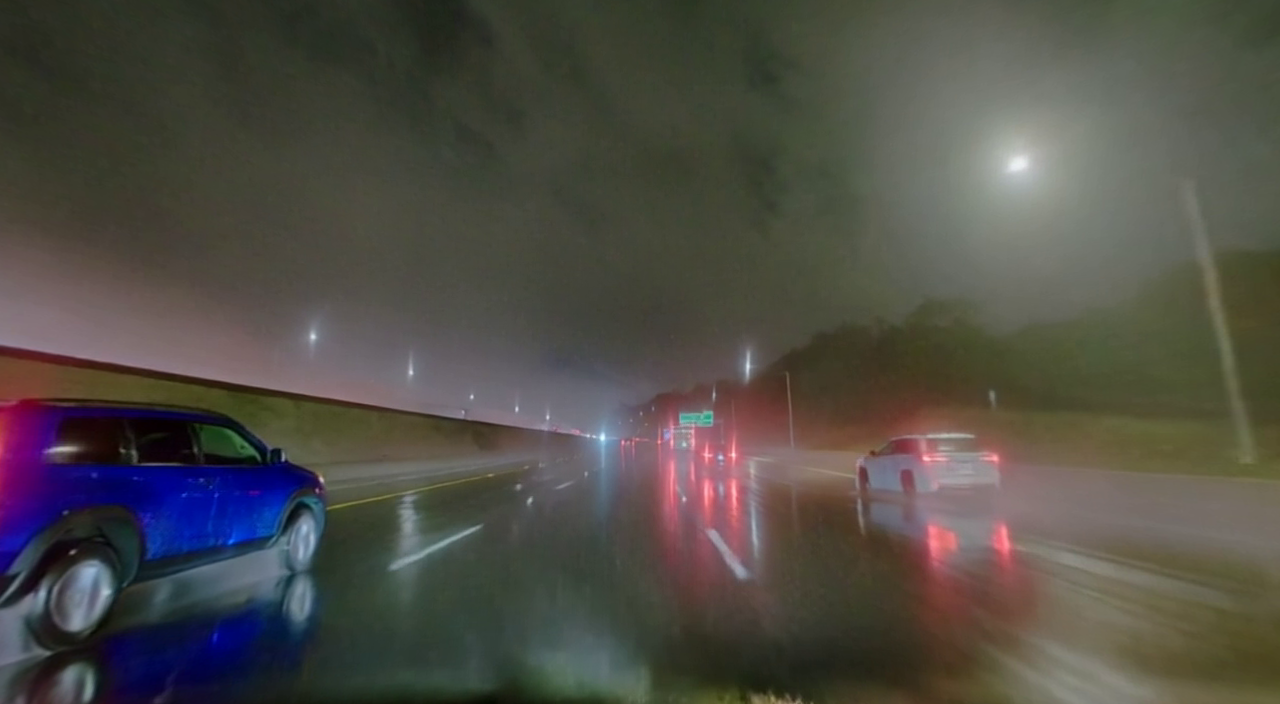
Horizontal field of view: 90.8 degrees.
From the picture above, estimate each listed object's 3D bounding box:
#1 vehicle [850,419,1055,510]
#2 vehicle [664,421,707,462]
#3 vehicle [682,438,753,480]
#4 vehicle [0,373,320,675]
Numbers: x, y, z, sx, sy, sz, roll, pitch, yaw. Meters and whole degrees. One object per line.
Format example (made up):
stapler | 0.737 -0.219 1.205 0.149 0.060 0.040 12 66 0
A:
vehicle | 6.745 2.487 14.462 2.184 1.712 4.856 0 -8 0
vehicle | 3.148 6.439 45.404 2.629 2.718 6.740 0 -8 0
vehicle | 2.938 4.203 25.148 2.108 1.509 5.059 0 -8 -1
vehicle | -4.513 1.128 4.719 2.000 1.646 4.201 0 -8 0
